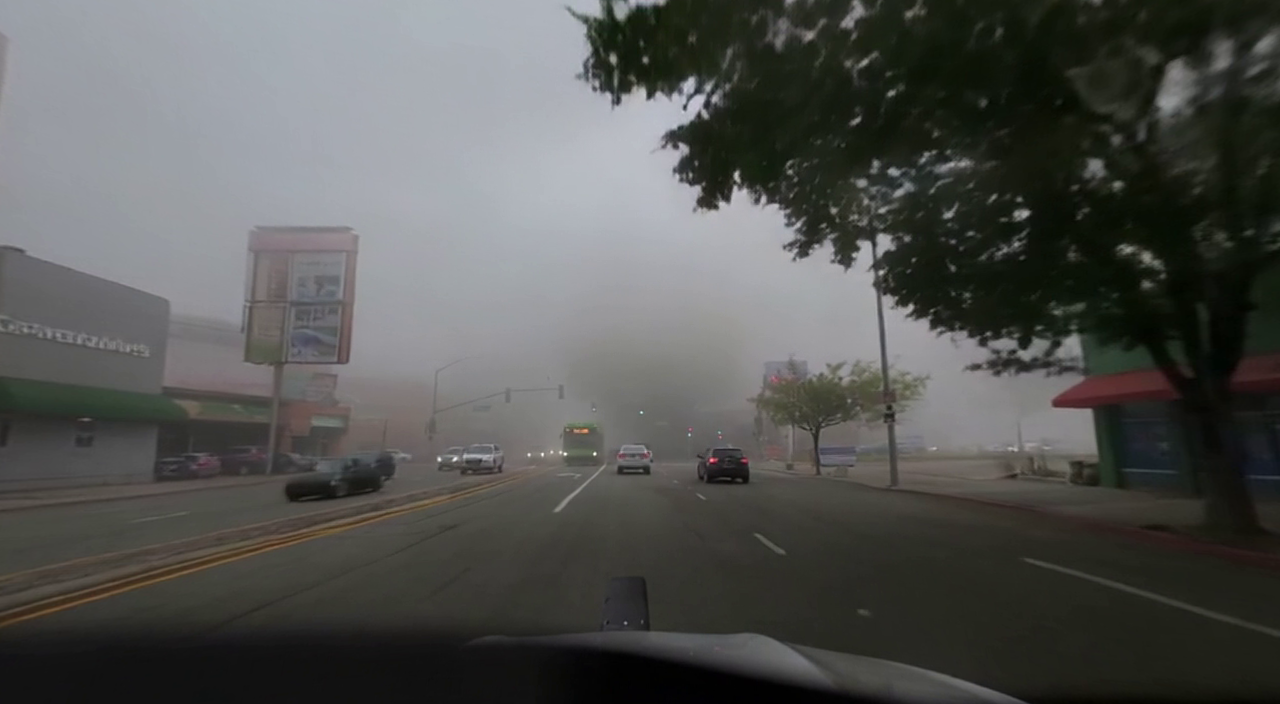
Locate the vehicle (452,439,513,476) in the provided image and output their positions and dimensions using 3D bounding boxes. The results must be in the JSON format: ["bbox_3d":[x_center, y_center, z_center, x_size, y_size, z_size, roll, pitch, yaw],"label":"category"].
[{"bbox_3d":[-8.519,5.723,34.547,2.154,1.832,4.820,0,-8,-1],"label":"vehicle"}]

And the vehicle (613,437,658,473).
[{"bbox_3d":[-0.289,5.634,34.775,2.301,1.837,4.411,0,-8,-2],"label":"vehicle"}]

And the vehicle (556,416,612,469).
[{"bbox_3d":[-3.759,6.564,45.692,3.018,3.217,13.998,0,-8,-1],"label":"vehicle"}]

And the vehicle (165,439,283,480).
[{"bbox_3d":[-22.276,5.787,34.218,2.306,1.967,6.392,1,-9,-3],"label":"vehicle"}]

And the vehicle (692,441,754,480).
[{"bbox_3d":[3.478,4.666,27.304,2.046,1.540,3.883,0,-8,-2],"label":"vehicle"}]

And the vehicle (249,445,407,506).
[{"bbox_3d":[-8.386,3.321,17.495,2.228,1.476,4.162,0,-8,0],"label":"vehicle"}]
